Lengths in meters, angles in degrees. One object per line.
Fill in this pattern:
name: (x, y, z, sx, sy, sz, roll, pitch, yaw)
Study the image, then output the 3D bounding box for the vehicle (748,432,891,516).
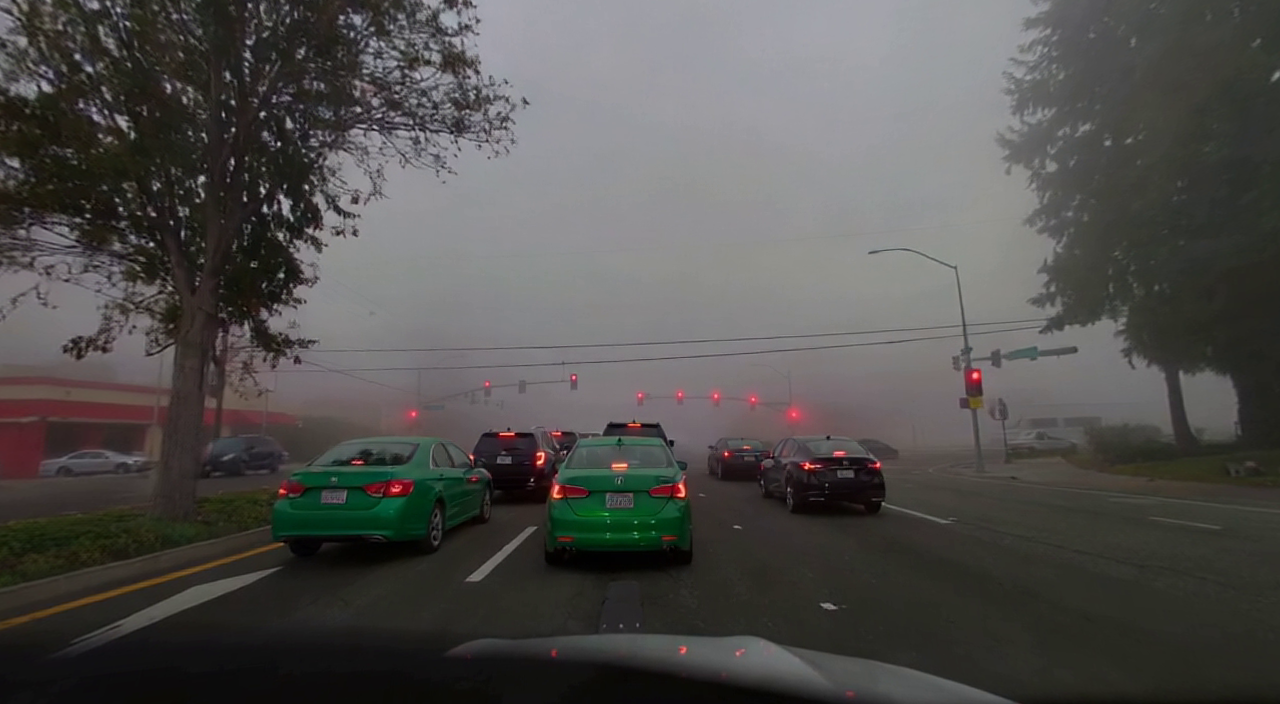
vehicle: (3.536, 2.467, 13.266, 1.880, 1.476, 3.932, 0, -8, 1)

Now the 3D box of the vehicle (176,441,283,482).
vehicle: (-18.083, 4.802, 28.139, 2.094, 1.654, 4.786, 1, -8, -8)

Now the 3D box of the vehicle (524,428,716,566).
vehicle: (-0.222, 1.830, 8.698, 2.041, 1.450, 3.847, 0, -8, 0)

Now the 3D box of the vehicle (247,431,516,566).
vehicle: (-3.211, 1.887, 8.934, 1.917, 1.441, 4.128, -1, -8, 2)
